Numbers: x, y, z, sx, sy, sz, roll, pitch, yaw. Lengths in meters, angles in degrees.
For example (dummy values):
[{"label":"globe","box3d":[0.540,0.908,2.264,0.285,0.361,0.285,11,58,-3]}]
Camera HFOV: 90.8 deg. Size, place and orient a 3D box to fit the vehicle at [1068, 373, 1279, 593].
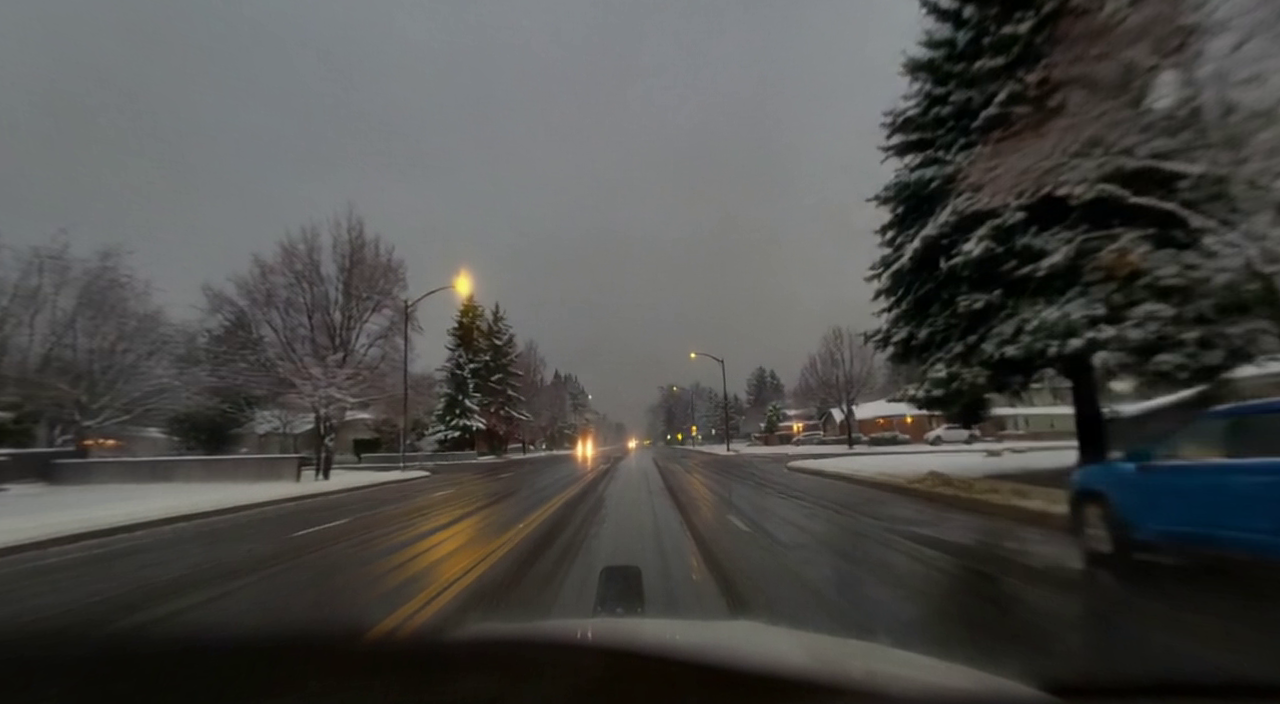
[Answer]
[{"label":"vehicle","box3d":[6.498,1.184,5.556,2.116,1.844,4.792,3,-8,0]}]
